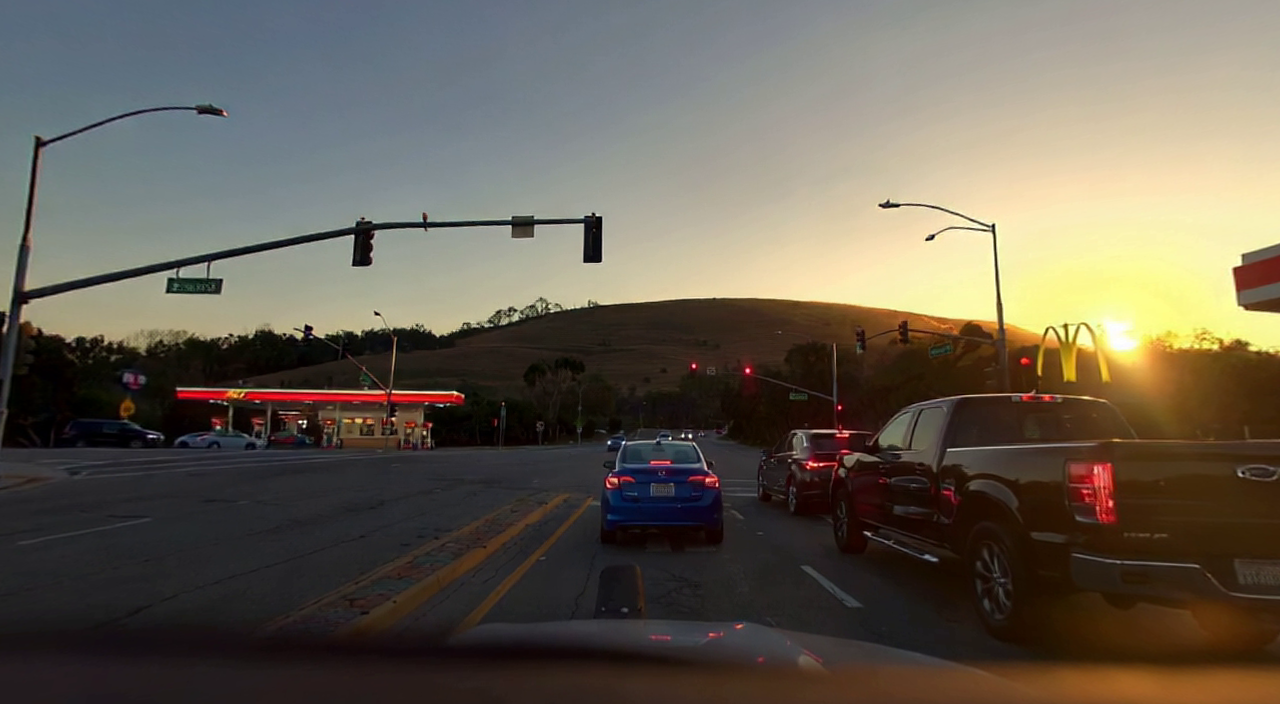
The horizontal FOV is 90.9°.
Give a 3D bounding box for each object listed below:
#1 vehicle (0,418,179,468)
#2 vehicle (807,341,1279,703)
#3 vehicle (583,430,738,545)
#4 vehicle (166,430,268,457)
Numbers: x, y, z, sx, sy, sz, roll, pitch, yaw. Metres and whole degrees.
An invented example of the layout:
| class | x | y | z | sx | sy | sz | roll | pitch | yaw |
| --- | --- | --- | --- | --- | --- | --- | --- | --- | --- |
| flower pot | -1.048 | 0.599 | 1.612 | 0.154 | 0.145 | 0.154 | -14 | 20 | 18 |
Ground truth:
| class | x | y | z | sx | sy | sz | roll | pitch | yaw |
| --- | --- | --- | --- | --- | --- | --- | --- | --- | --- |
| vehicle | -20.193 | 3.362 | 23.282 | 4.742 | 1.720 | 2.107 | -1 | -8 | 5 |
| vehicle | 3.576 | 1.315 | 6.092 | 2.277 | 1.871 | 6.143 | 0 | -8 | 0 |
| vehicle | 0.257 | 2.070 | 10.254 | 2.027 | 1.494 | 3.824 | 0 | -8 | 0 |
| vehicle | -23.094 | 5.026 | 34.490 | 4.326 | 1.420 | 1.798 | -1 | -8 | 4 |
